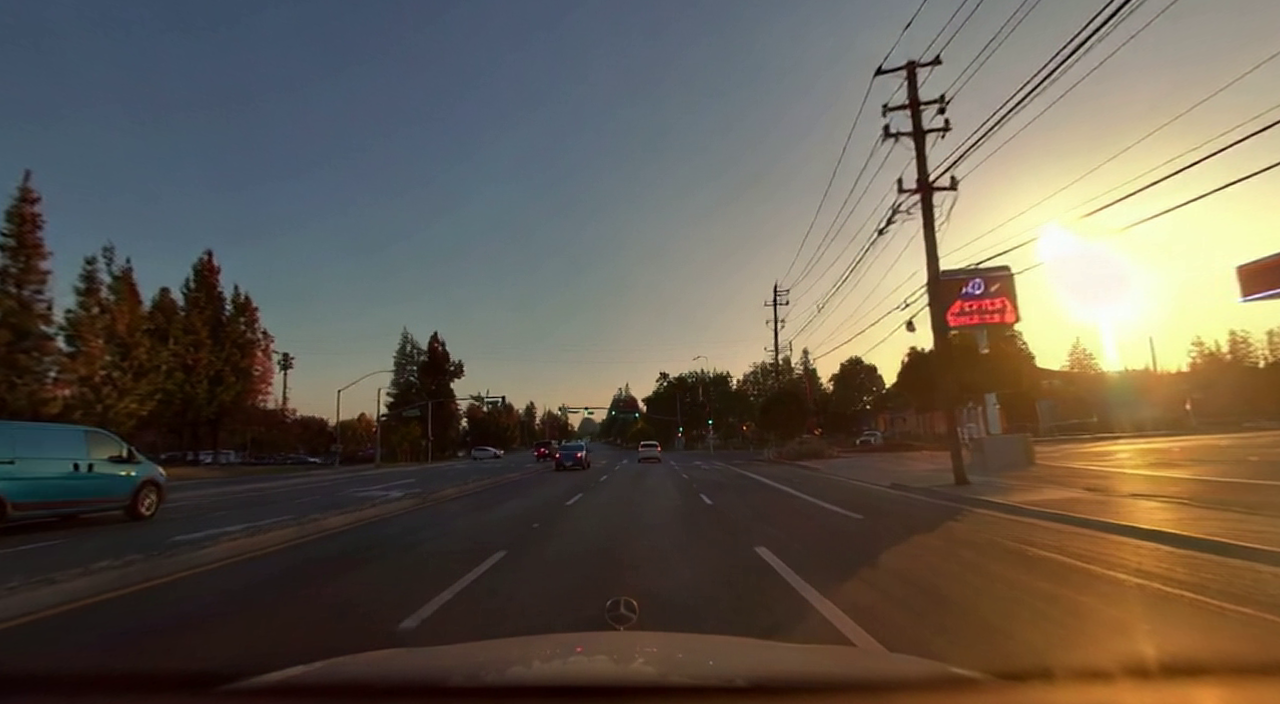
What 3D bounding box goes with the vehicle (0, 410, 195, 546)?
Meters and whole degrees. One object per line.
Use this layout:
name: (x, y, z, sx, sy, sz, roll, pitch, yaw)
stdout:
vehicle: (-9.840, 1.904, 9.816, 2.149, 1.848, 4.961, 0, -8, 1)
